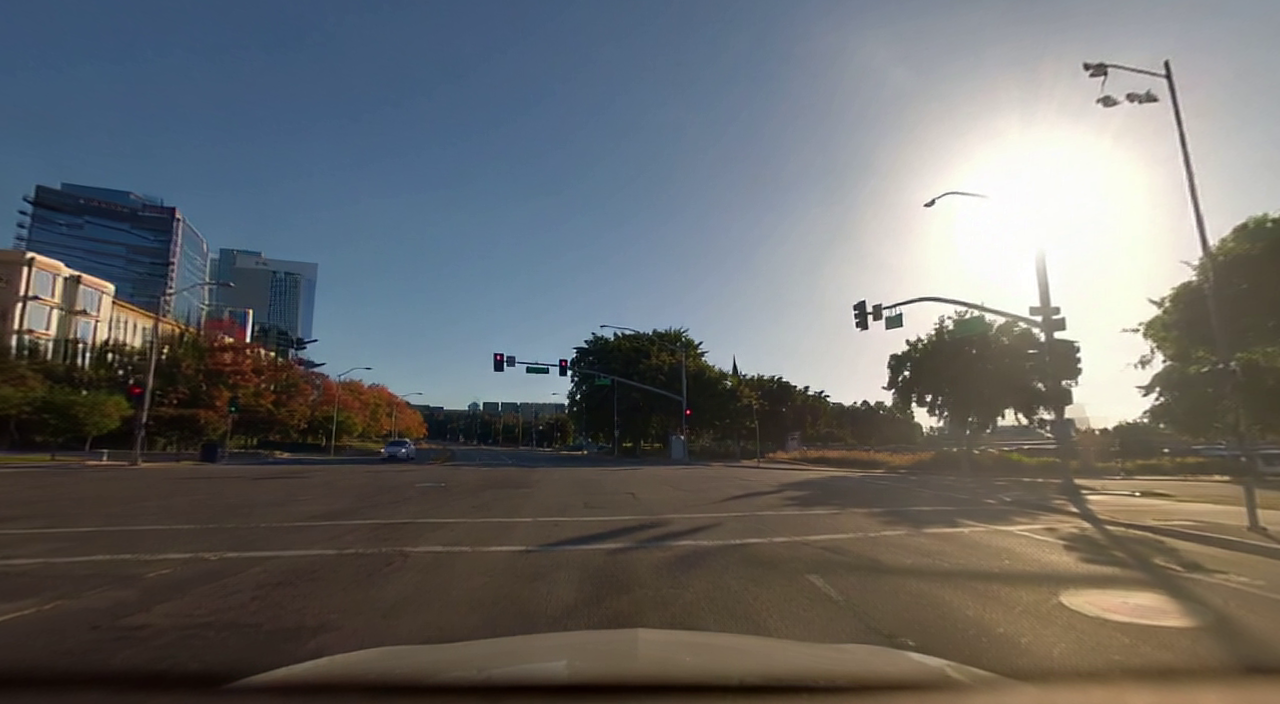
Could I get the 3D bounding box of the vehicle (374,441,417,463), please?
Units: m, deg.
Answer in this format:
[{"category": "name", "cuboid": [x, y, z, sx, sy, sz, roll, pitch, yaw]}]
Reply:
[{"category": "vehicle", "cuboid": [-17.258, 7.072, 44.829, 1.969, 1.464, 4.485, 1, -9, -10]}]
